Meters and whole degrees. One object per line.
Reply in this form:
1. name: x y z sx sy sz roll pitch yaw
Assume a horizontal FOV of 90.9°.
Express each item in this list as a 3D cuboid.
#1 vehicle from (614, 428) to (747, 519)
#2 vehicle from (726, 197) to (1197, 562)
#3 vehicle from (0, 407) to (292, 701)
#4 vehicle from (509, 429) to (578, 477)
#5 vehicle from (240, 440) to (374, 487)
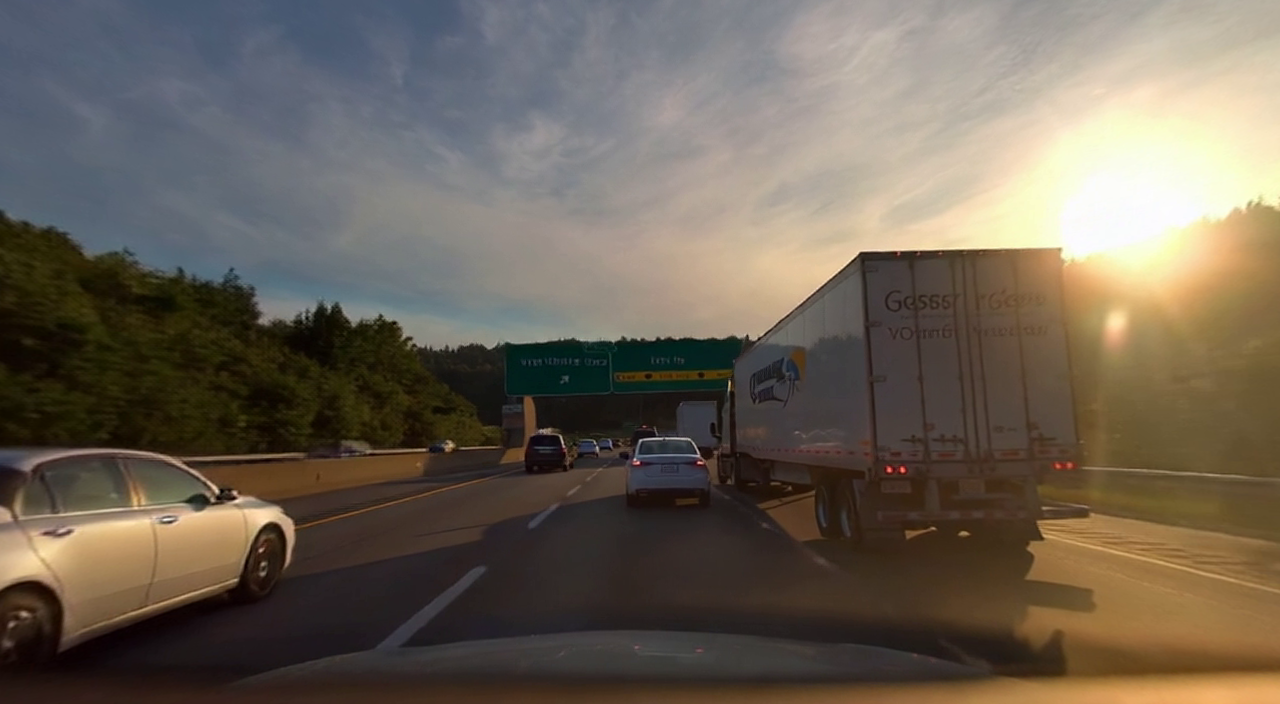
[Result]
1. vehicle: 0.610 2.305 12.599 2.200 1.495 4.282 0 -8 -2
2. vehicle: 4.454 1.203 14.154 2.883 4.070 14.423 0 -8 -1
3. vehicle: -4.321 1.072 3.514 2.100 1.491 4.676 0 -8 0
4. vehicle: -3.704 3.940 24.990 2.006 1.729 4.447 0 -8 0
5. vehicle: -11.283 3.766 21.833 2.037 1.397 4.817 0 -8 0
